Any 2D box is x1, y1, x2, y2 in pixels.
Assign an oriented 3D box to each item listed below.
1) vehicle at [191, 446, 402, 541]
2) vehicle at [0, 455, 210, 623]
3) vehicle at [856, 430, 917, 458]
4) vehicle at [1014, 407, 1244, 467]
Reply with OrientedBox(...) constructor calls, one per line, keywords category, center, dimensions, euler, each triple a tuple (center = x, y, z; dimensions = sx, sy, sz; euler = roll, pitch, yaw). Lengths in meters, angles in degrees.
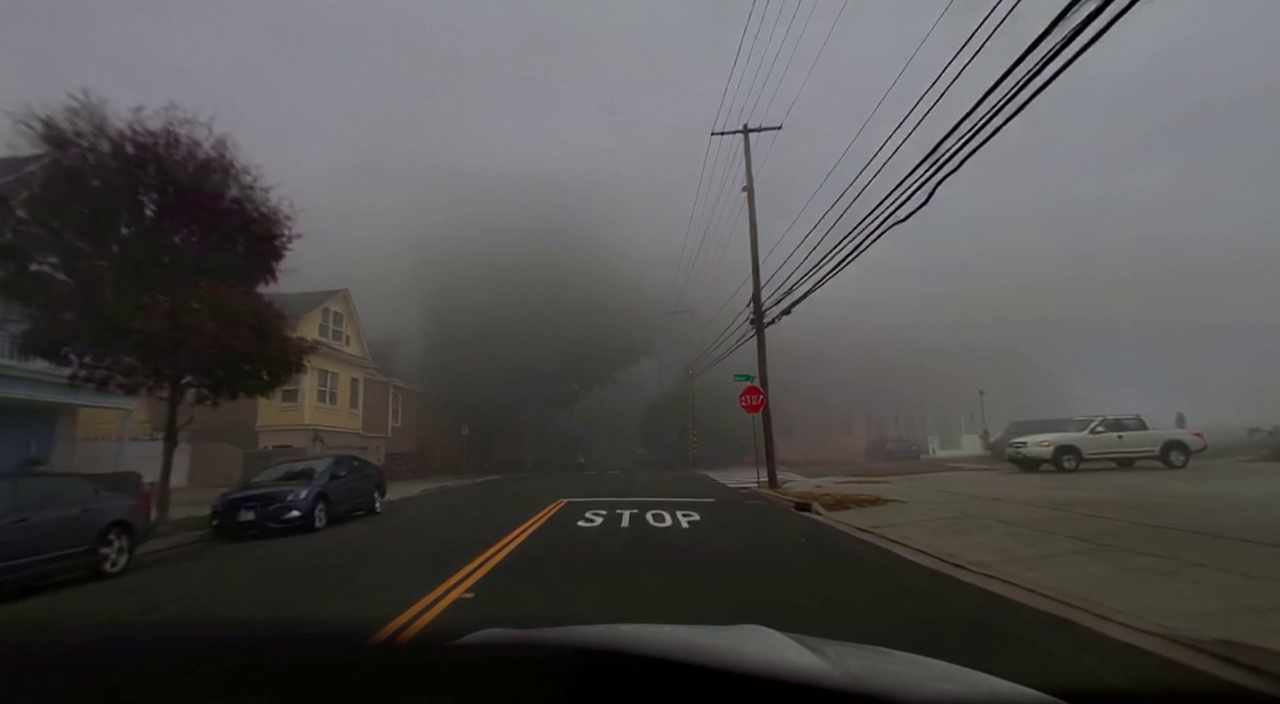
OrientedBox(category="vehicle", center=(-6.726, 2.759, 13.014), dimensions=(2.026, 1.560, 4.062), euler=(-2, -9, 1))
OrientedBox(category="vehicle", center=(-6.877, 1.811, 6.306), dimensions=(2.056, 1.481, 4.451), euler=(0, -8, -1))
OrientedBox(category="vehicle", center=(15.676, 5.905, 40.415), dimensions=(2.025, 1.689, 4.342), euler=(0, -8, -2))
OrientedBox(category="vehicle", center=(16.723, 2.967, 21.914), dimensions=(6.022, 1.953, 2.250), euler=(0, -9, 0))
